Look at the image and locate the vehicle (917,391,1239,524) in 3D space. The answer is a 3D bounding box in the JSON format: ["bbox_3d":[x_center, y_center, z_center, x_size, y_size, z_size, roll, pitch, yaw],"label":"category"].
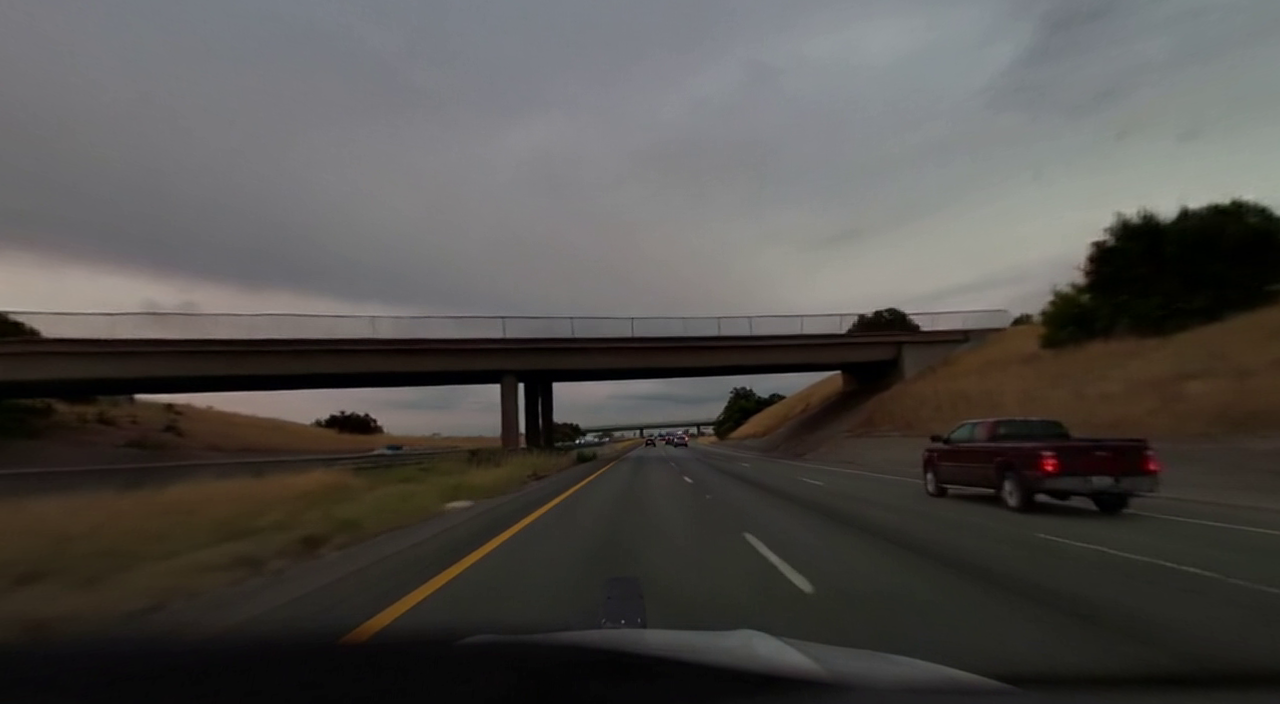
[{"bbox_3d":[7.954,2.019,12.427,2.362,2.037,5.409,0,-8,-1],"label":"vehicle"}]

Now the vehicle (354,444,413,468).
[{"bbox_3d":[-16.870,6.851,41.528,1.937,1.466,4.375,0,-8,1],"label":"vehicle"}]
